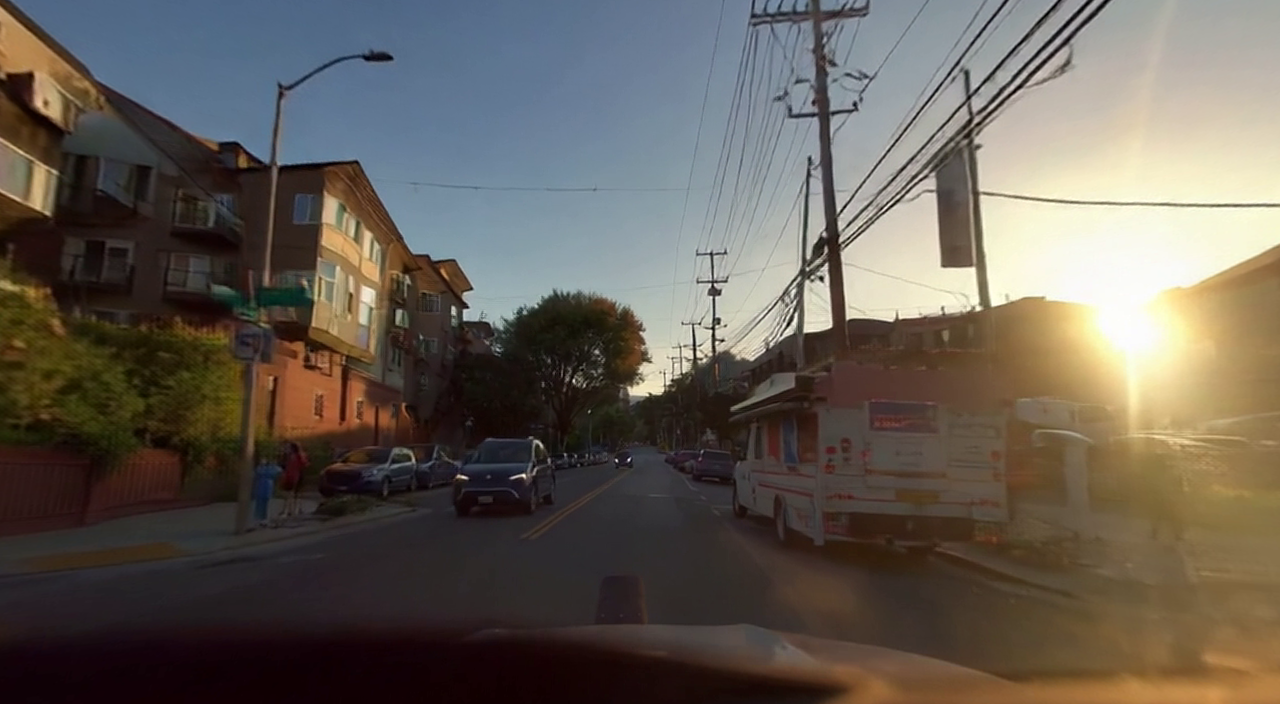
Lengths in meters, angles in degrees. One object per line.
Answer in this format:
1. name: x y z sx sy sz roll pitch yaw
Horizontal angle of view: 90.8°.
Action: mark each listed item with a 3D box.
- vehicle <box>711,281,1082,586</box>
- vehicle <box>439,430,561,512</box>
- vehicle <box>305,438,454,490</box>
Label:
1. vehicle: 3.204 1.403 10.841 2.886 3.321 7.809 0 -8 -1
2. vehicle: -3.185 2.800 15.331 1.952 1.708 4.096 0 -8 1
3. vehicle: -10.118 4.434 24.951 5.093 1.855 2.338 3 -11 -18
